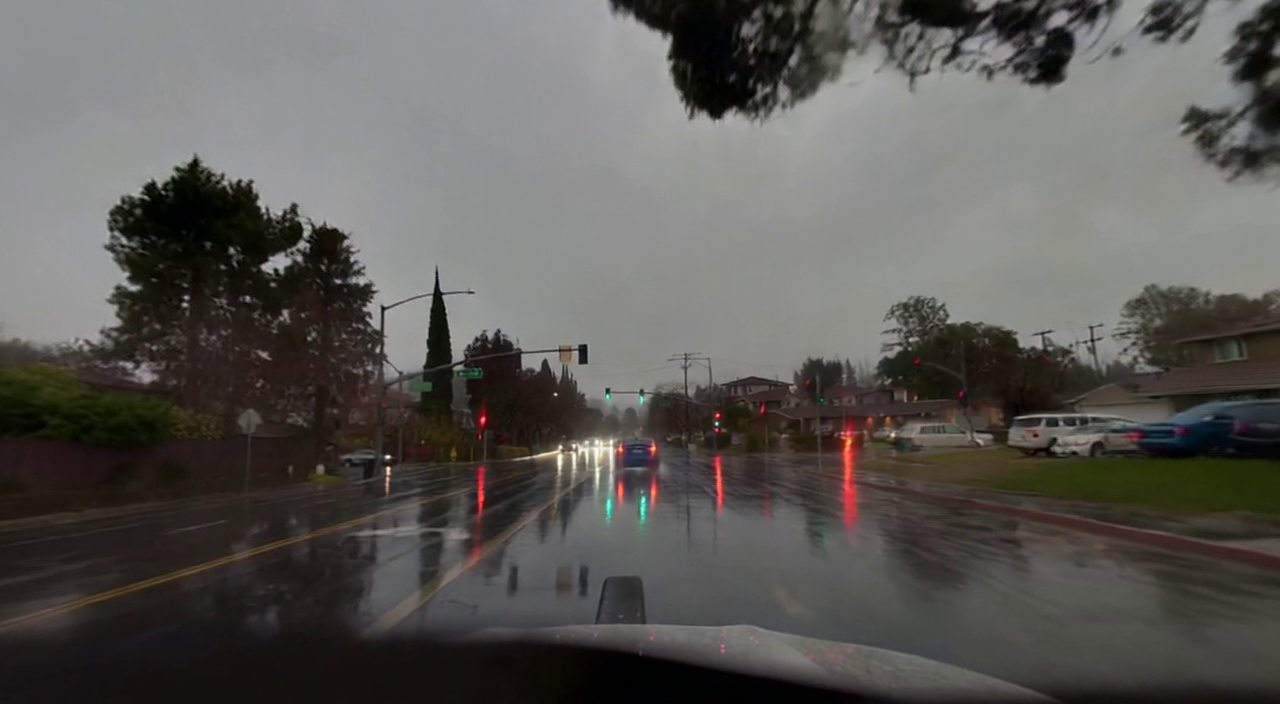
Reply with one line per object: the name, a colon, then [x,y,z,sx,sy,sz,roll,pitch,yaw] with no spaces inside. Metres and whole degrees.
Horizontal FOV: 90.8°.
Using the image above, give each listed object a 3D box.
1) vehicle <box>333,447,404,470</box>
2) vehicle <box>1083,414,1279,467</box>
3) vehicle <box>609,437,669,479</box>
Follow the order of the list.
vehicle: [-20.974,8.260,48.884,4.588,1.703,1.879,0,-9,1]
vehicle: [16.194,2.679,18.997,4.275,1.499,1.882,0,-9,0]
vehicle: [-0.029,3.992,23.980,2.104,1.462,3.991,0,-9,0]
